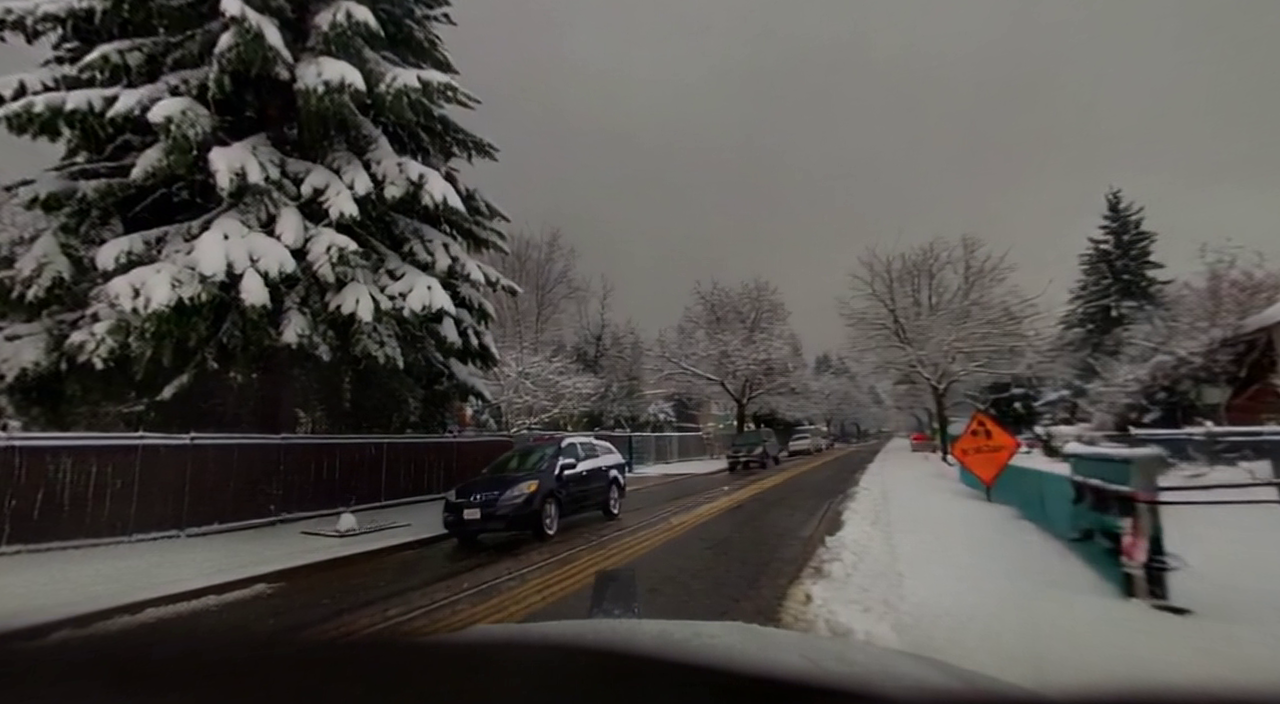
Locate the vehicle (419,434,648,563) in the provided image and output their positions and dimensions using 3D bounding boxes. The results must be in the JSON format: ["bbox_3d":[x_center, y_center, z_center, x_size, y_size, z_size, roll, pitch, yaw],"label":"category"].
[{"bbox_3d":[-1.504,2.238,10.640,1.899,1.524,4.082,0,-6,22],"label":"vehicle"}]

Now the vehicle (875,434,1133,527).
[{"bbox_3d":[6.597,2.225,11.492,4.070,1.436,1.827,3,-8,-21],"label":"vehicle"}]

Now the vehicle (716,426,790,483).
[{"bbox_3d":[4.837,4.152,26.263,2.042,1.937,4.960,0,-5,22],"label":"vehicle"}]

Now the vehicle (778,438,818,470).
[{"bbox_3d":[9.175,5.825,36.318,1.765,1.493,4.130,0,-6,21],"label":"vehicle"}]
